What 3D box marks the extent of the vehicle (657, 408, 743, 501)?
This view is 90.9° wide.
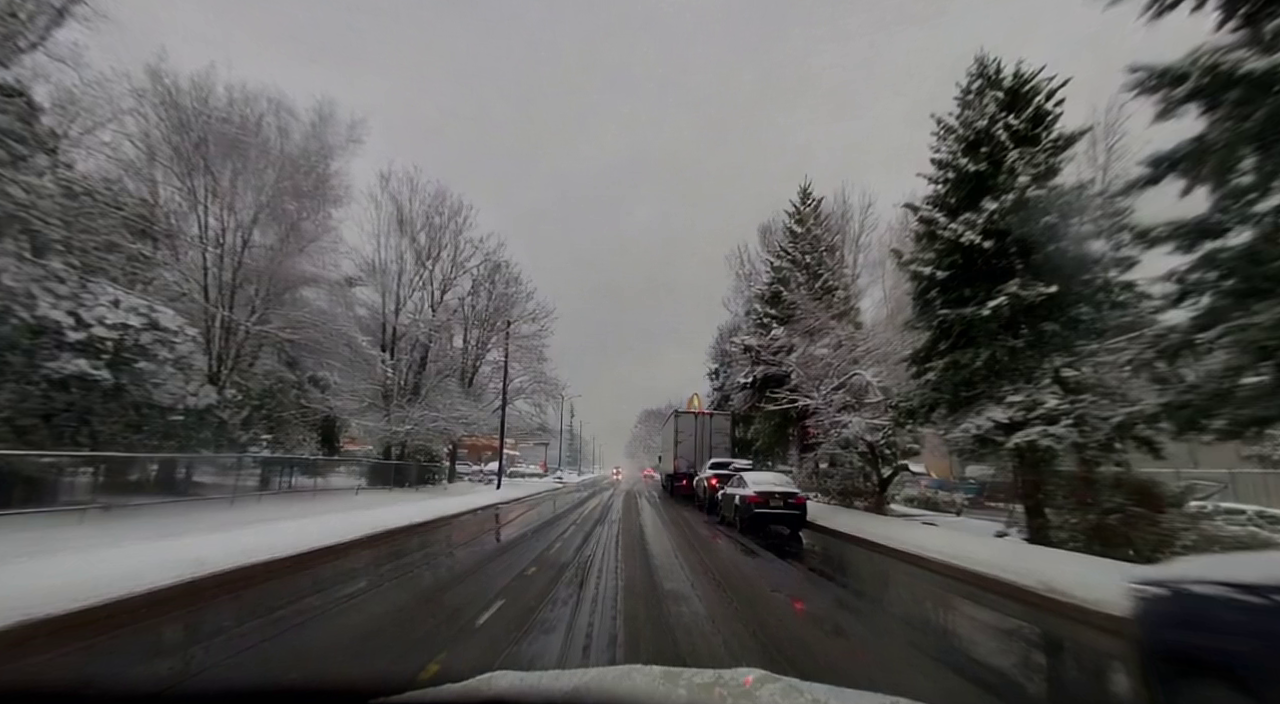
[{"bbox_3d":[2.889,5.838,35.154,2.990,4.098,13.928,1,-10,-2],"label":"vehicle"}]

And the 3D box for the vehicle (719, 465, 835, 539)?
[{"bbox_3d":[3.131,3.526,15.261,1.844,1.498,3.898,1,-10,-1],"label":"vehicle"}]

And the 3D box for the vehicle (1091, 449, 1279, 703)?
[{"bbox_3d":[3.310,0.911,1.136,1.900,1.500,4.214,0,-10,1],"label":"vehicle"}]

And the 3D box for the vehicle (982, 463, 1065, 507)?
[{"bbox_3d":[18.667,6.494,30.842,2.436,2.052,2.410,0,-11,2],"label":"vehicle"}]

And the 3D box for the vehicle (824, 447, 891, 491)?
[{"bbox_3d":[13.357,7.206,38.869,3.166,2.520,2.198,2,-11,-5],"label":"vehicle"}]
